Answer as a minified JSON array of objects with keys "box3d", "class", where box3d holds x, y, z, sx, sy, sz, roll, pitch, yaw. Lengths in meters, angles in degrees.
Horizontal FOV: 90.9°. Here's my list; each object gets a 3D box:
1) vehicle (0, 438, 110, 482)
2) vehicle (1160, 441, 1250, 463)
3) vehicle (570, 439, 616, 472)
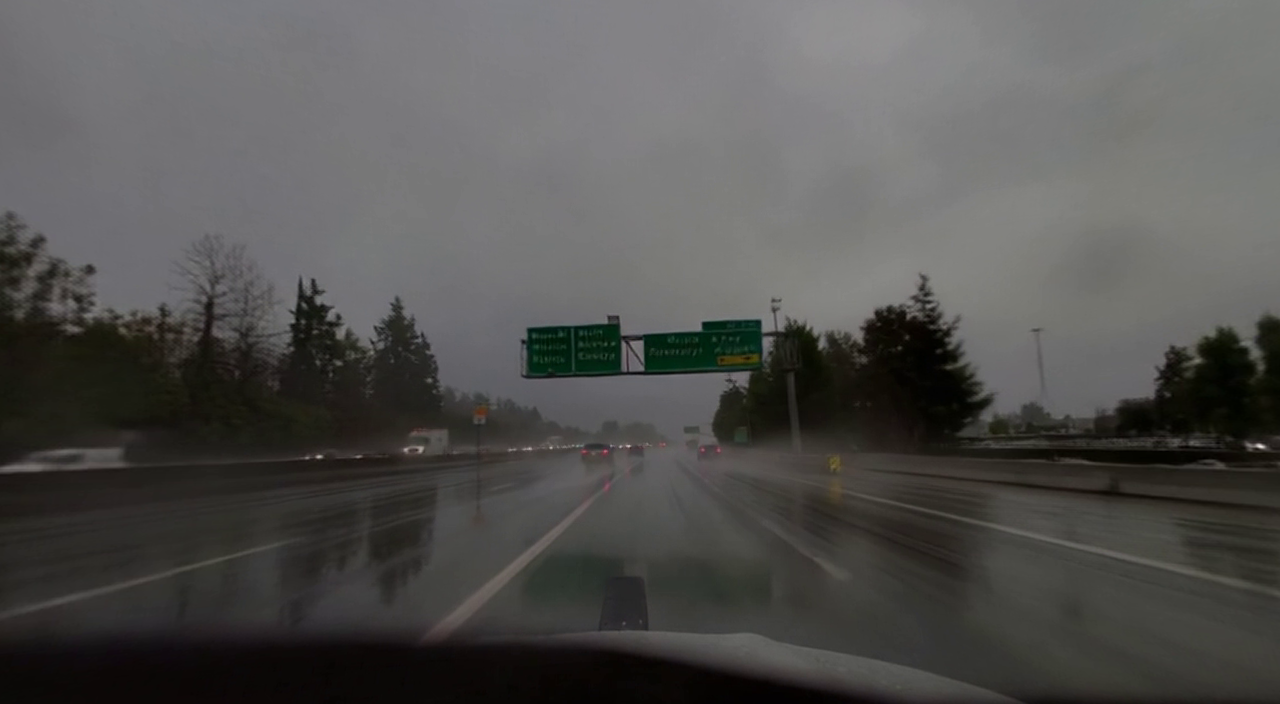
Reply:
[{"box3d":[-24.134,4.248,25.110,1.909,1.567,4.674,0,-8,1],"class":"vehicle"},{"box3d":[39.059,6.935,43.747,1.848,1.440,4.347,1,-8,-10],"class":"vehicle"},{"box3d":[-2.574,5.834,35.840,2.196,1.733,4.355,0,-8,1],"class":"vehicle"}]
